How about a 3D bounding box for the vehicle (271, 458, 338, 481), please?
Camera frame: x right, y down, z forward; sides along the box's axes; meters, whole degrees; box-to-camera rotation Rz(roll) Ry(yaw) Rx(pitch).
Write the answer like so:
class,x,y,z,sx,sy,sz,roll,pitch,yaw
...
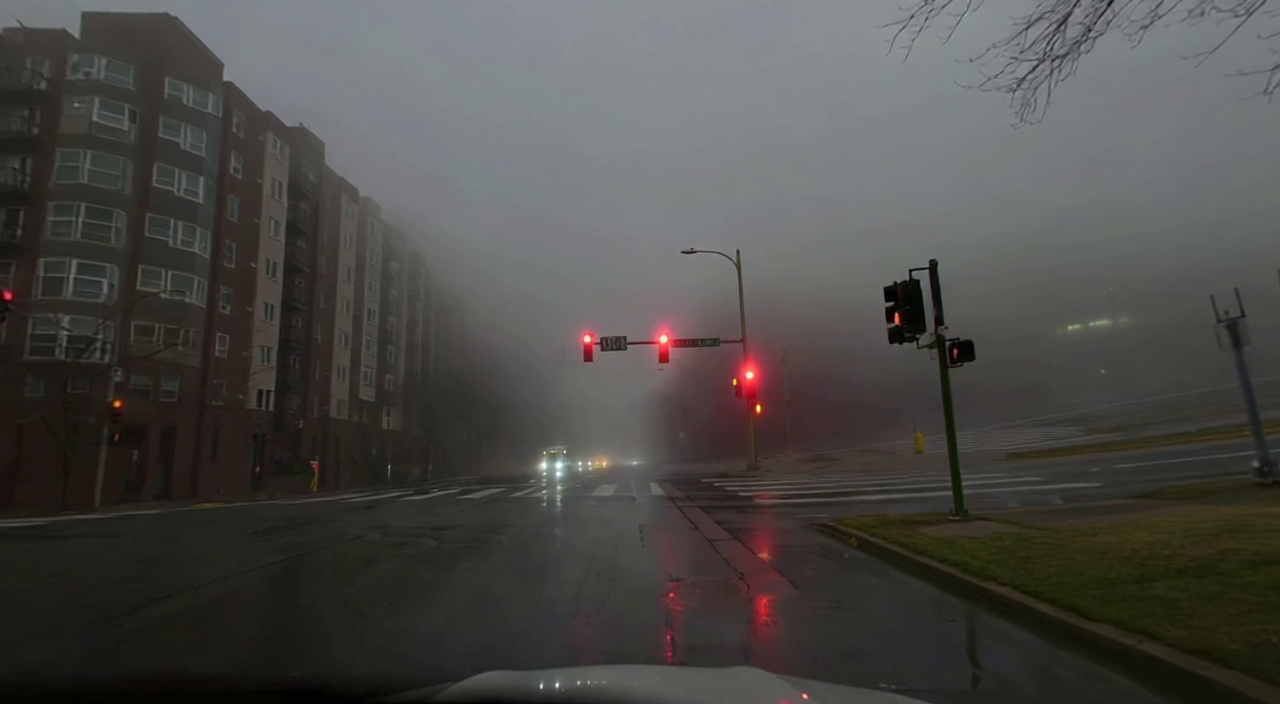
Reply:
class,x,y,z,sx,sy,sz,roll,pitch,yaw
vehicle,-24.612,8.659,46.312,3.882,1.600,1.768,0,-9,2
